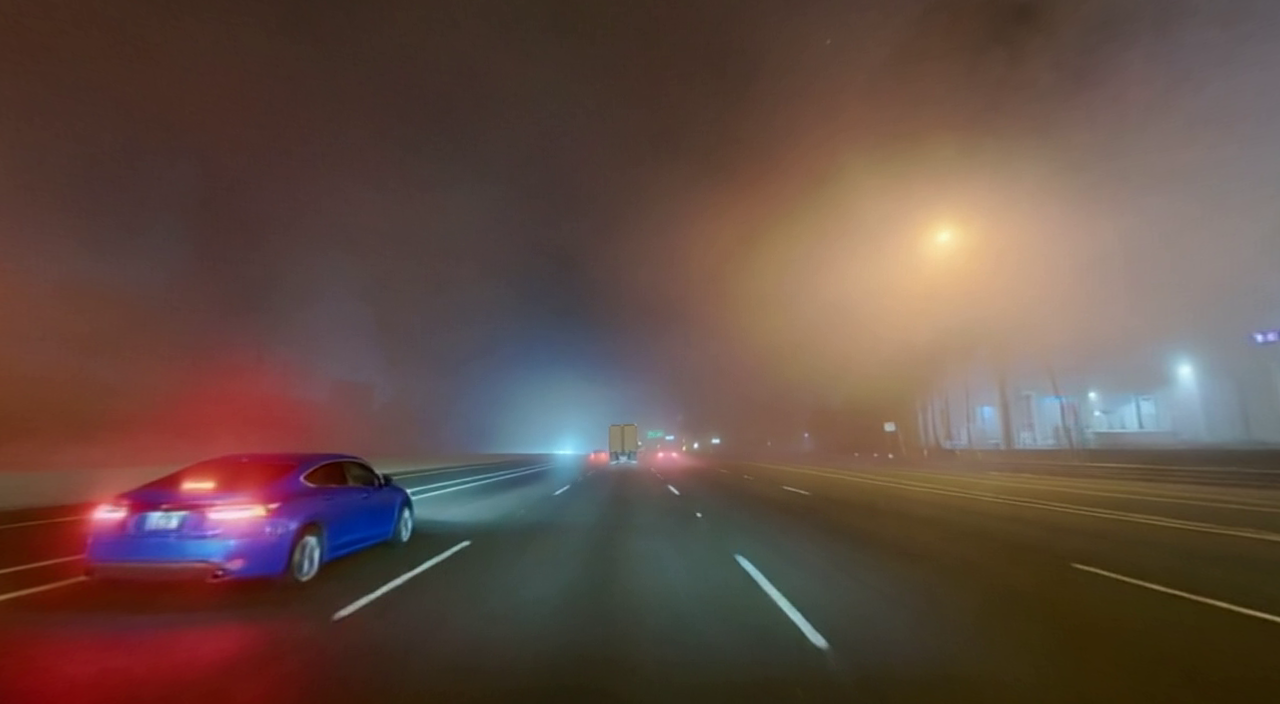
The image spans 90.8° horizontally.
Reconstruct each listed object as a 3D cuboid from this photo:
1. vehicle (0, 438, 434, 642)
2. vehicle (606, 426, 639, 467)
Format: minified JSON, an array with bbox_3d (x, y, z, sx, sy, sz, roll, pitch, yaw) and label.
[{"bbox_3d":[-3.992,1.686,6.765,2.097,1.447,4.291,0,-9,0],"label":"vehicle"},{"bbox_3d":[-1.313,7.256,48.578,2.364,2.953,6.495,0,-9,-2],"label":"vehicle"}]
